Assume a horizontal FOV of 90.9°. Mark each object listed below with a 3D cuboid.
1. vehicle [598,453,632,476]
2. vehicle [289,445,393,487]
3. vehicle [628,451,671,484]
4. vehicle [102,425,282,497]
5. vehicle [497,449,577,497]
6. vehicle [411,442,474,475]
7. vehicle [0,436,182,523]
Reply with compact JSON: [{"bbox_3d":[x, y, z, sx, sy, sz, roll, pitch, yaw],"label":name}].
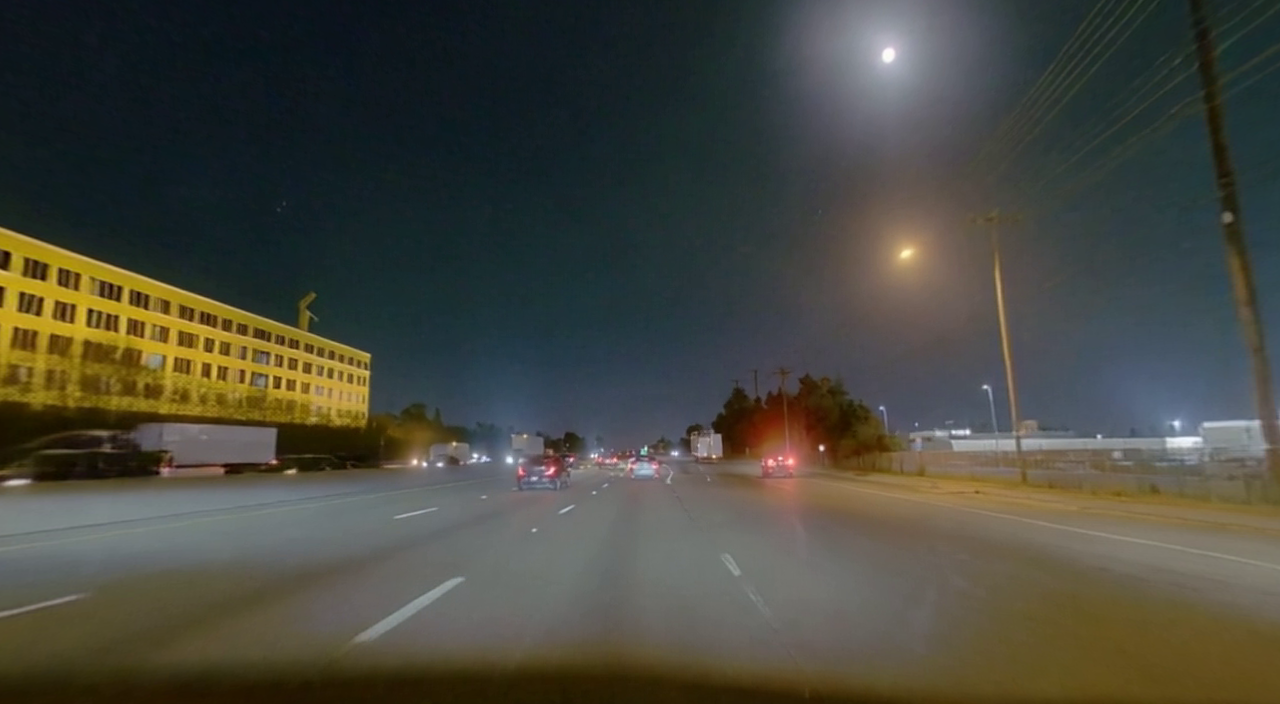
[{"bbox_3d":[-1.745,8.024,45.343,2.034,1.466,4.363,-1,-8,4],"label":"vehicle"},{"bbox_3d":[-12.505,4.772,26.794,2.037,1.574,4.757,-1,-8,1],"label":"vehicle"},{"bbox_3d":[0.505,5.939,32.763,2.107,1.538,3.999,-1,-8,1],"label":"vehicle"},{"bbox_3d":[-16.847,4.115,24.372,2.289,2.356,6.251,-1,-8,1],"label":"vehicle"},{"bbox_3d":[-3.644,4.362,23.169,2.059,1.508,4.662,-1,-8,1],"label":"vehicle"},{"bbox_3d":[-12.599,6.794,40.663,2.133,1.970,5.950,-1,-8,0],"label":"vehicle"},{"bbox_3d":[-12.457,2.600,13.446,1.991,1.537,4.464,0,-8,0],"label":"vehicle"}]
